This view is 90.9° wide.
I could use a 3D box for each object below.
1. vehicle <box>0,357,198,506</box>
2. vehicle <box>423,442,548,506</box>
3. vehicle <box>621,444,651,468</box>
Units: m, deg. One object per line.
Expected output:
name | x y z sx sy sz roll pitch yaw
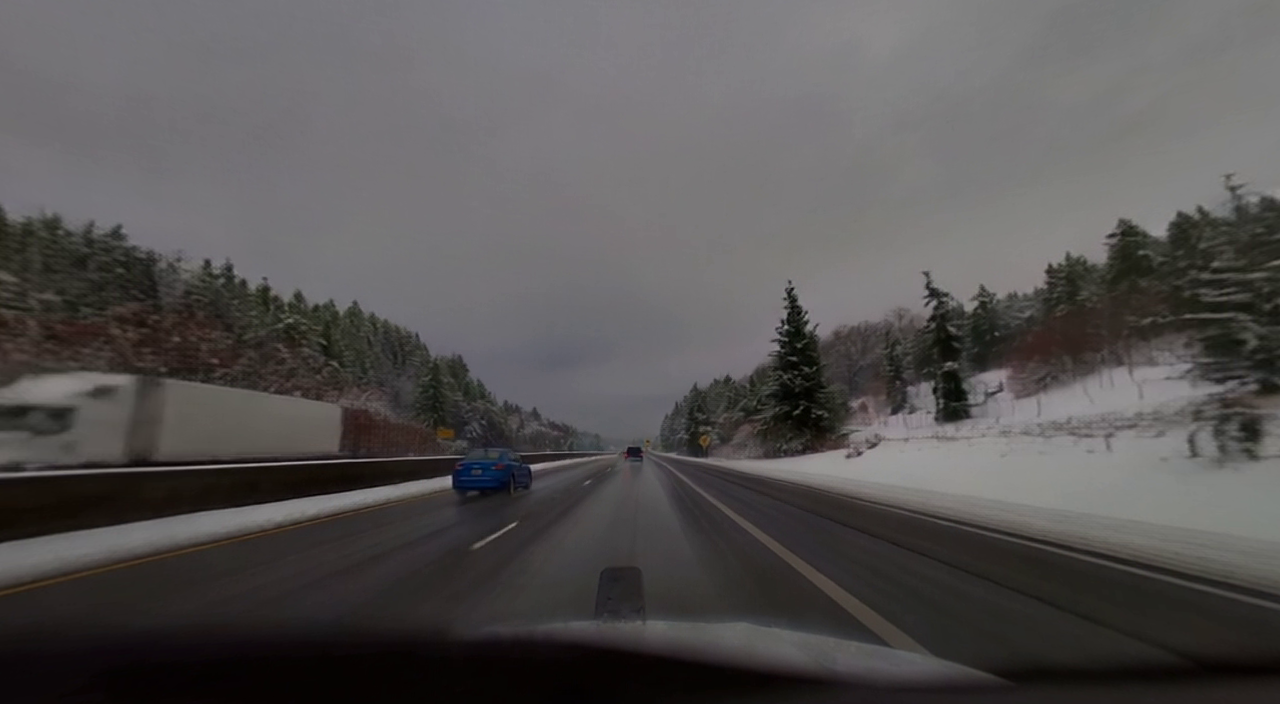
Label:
vehicle | -17.196 2.445 19.086 3.013 3.781 6.029 0 -9 1
vehicle | -3.931 3.188 16.984 2.157 1.483 4.601 0 -9 1
vehicle | -0.242 7.217 43.789 2.011 1.590 3.607 0 -9 1
